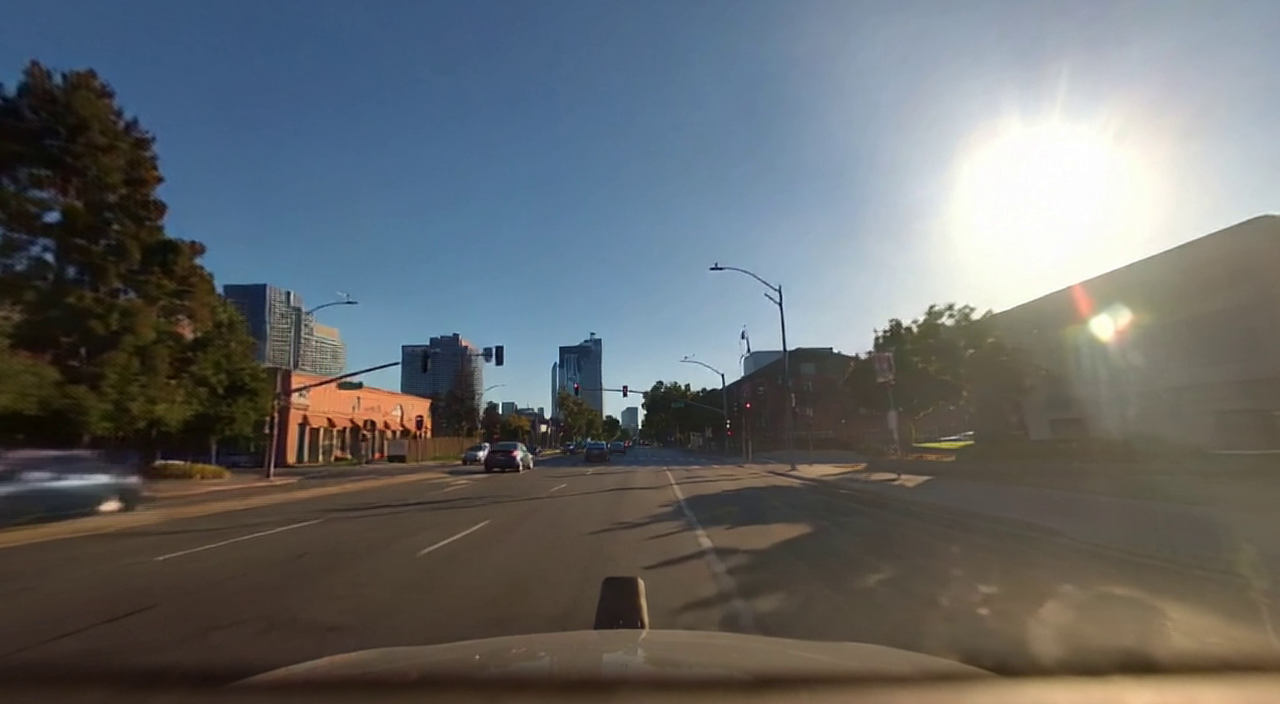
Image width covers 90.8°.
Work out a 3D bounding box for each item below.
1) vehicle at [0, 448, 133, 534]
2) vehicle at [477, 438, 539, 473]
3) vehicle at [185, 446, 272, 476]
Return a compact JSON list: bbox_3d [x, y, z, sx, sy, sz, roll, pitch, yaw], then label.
[{"bbox_3d":[-11.914,2.459,11.286,1.987,1.445,4.482,0,-9,0],"label":"vehicle"},{"bbox_3d":[-7.019,5.548,34.116,2.262,1.708,4.466,-1,-9,2],"label":"vehicle"},{"bbox_3d":[-31.069,8.228,47.831,4.957,1.928,2.203,-2,-8,-5],"label":"vehicle"}]
